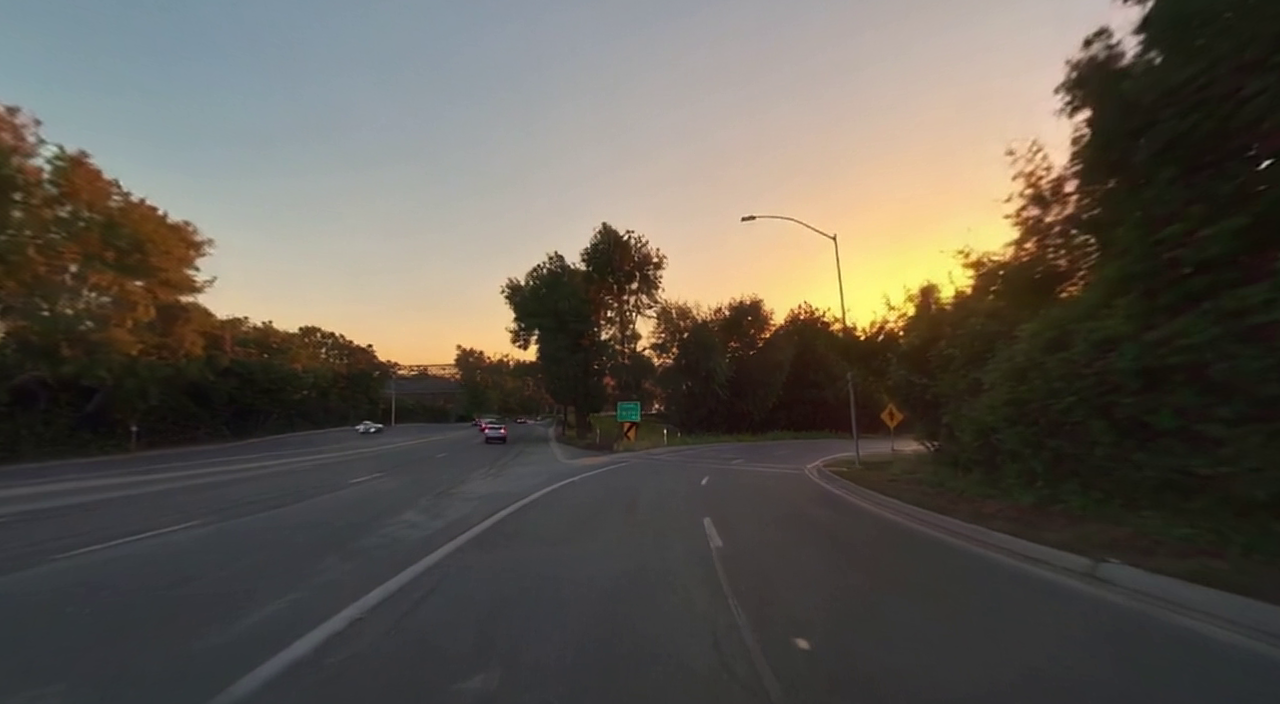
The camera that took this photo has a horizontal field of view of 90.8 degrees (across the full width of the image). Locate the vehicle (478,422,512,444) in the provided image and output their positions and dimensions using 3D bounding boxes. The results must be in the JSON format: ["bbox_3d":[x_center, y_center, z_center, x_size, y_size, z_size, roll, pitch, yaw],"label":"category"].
[{"bbox_3d":[-10.457,5.927,45.867,2.108,1.472,4.099,2,-8,-9],"label":"vehicle"}]
